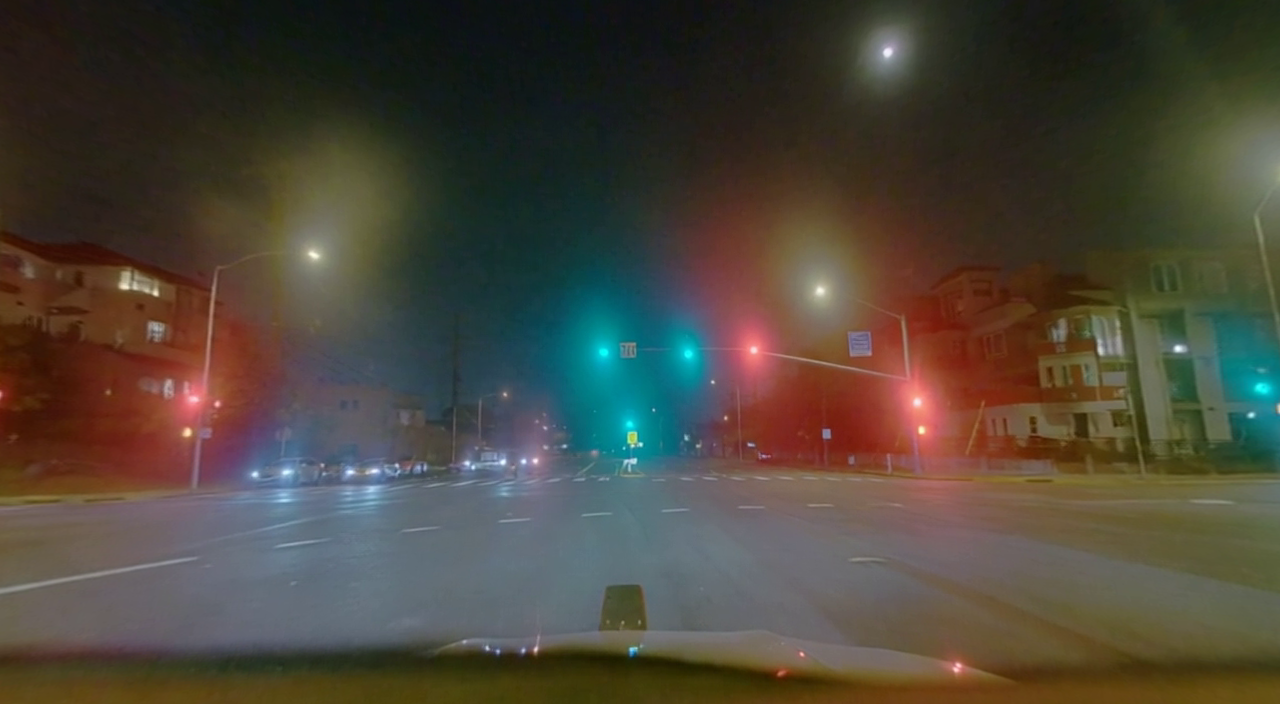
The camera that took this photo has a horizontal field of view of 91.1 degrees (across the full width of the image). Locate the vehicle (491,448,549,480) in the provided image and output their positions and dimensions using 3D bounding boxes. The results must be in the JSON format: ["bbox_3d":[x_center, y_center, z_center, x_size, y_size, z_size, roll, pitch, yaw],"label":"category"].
[{"bbox_3d":[-6.034,5.684,32.188,2.154,1.501,4.416,0,-8,-1],"label":"vehicle"}]

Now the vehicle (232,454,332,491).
[{"bbox_3d":[-16.631,5.599,29.497,2.055,1.506,4.663,0,-9,-2],"label":"vehicle"}]

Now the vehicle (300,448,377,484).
[{"bbox_3d":[-16.850,6.358,35.377,1.960,1.819,5.018,0,-9,-2],"label":"vehicle"}]

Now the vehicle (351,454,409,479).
[{"bbox_3d":[-16.893,7.418,40.997,1.804,1.486,4.625,0,-8,0],"label":"vehicle"}]
